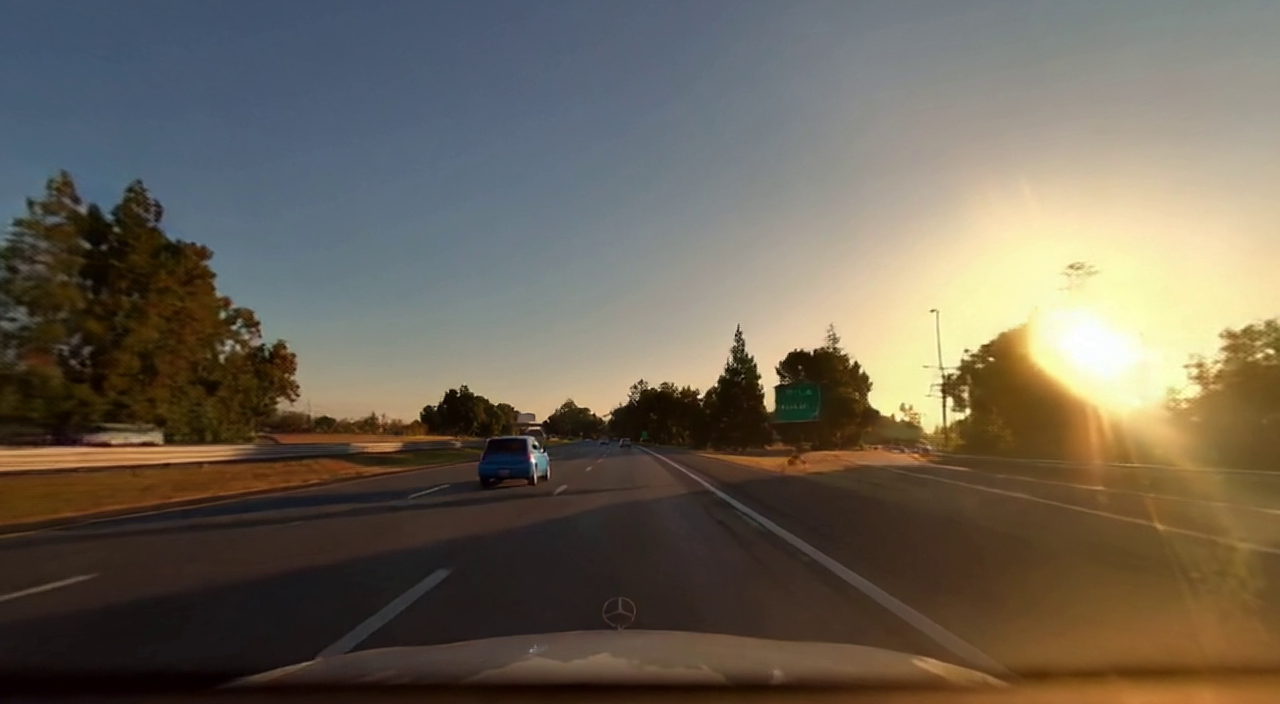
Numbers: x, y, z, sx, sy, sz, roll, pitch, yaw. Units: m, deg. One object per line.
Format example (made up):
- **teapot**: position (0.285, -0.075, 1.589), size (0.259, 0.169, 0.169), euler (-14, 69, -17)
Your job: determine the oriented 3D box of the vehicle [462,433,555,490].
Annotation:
- **vehicle**: position (-3.940, 3.321, 19.528), size (2.008, 1.567, 3.959), euler (0, -8, 0)
